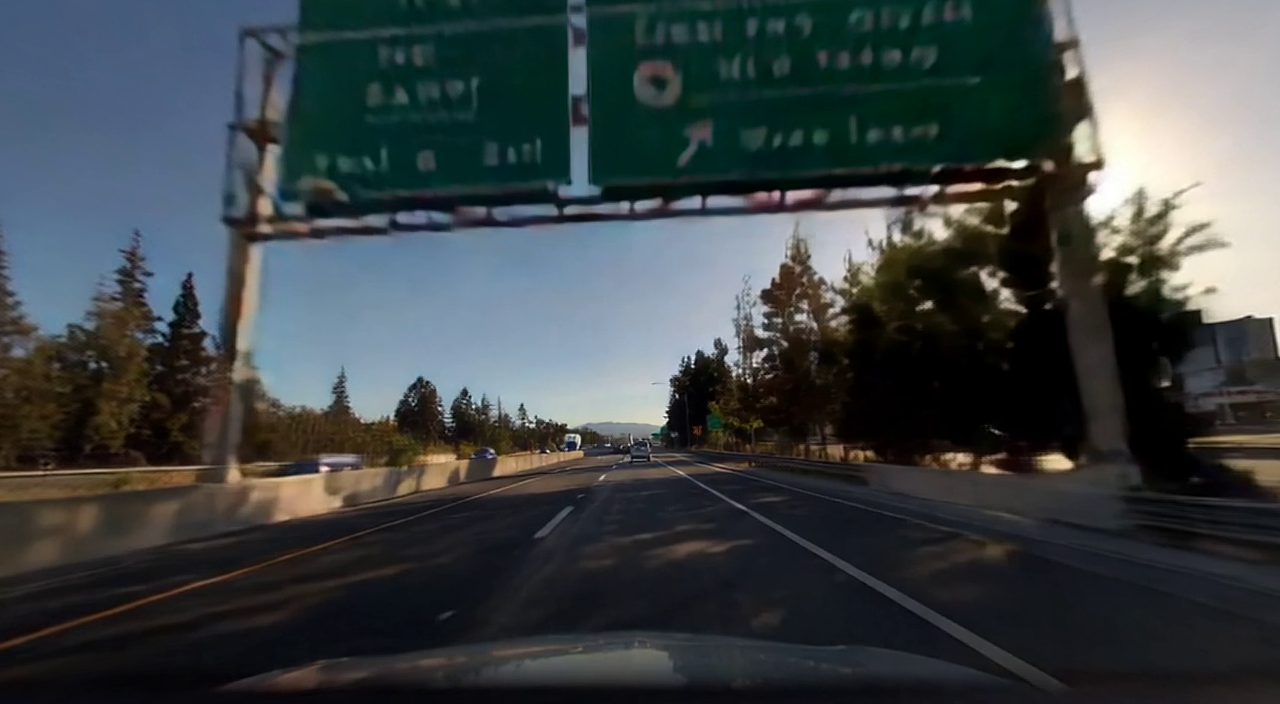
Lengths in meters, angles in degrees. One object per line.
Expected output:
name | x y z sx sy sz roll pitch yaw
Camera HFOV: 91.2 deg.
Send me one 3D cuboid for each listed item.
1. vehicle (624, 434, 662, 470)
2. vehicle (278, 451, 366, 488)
vehicle | 0.213 6.507 40.819 2.268 2.122 4.595 -1 -9 1
vehicle | -16.077 5.929 32.018 2.003 1.679 4.579 -1 -9 1
